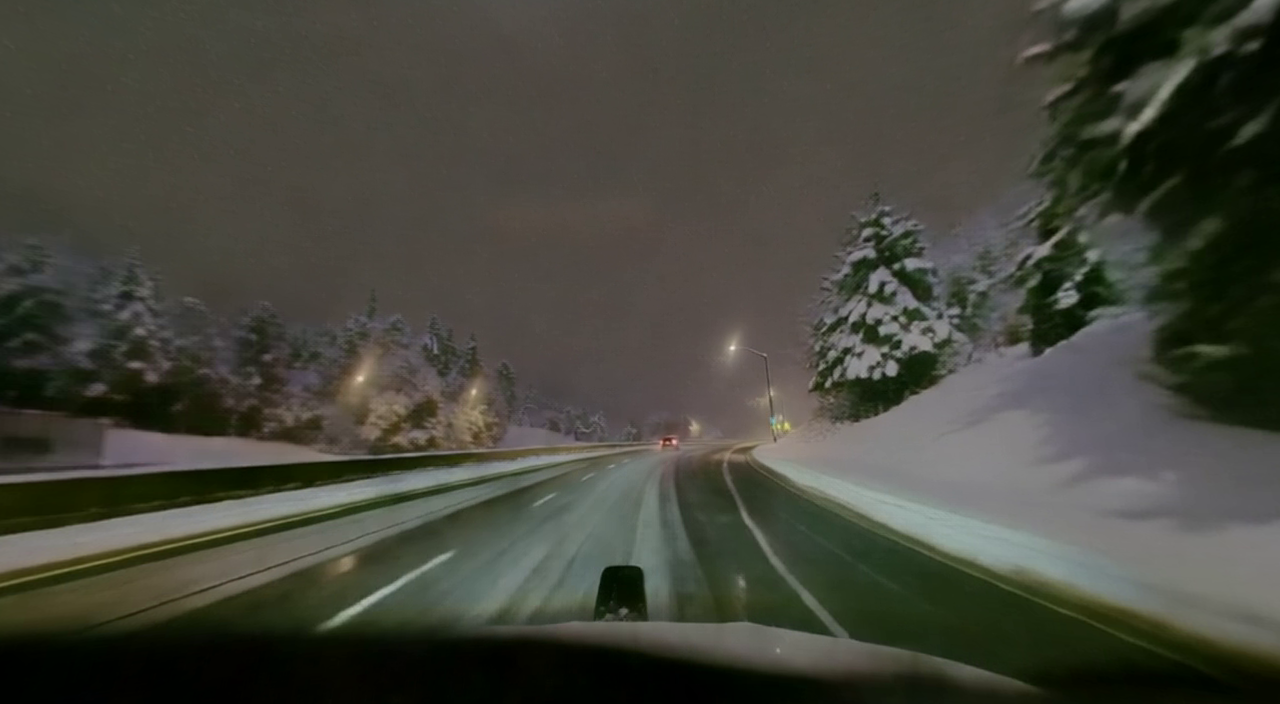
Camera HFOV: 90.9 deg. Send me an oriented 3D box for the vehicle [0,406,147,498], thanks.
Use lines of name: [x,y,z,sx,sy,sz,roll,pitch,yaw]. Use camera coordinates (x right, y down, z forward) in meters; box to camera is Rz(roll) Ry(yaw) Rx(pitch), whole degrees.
vehicle: [-29.001,4.187,26.244,2.870,3.934,15.899,-1,-8,6]
